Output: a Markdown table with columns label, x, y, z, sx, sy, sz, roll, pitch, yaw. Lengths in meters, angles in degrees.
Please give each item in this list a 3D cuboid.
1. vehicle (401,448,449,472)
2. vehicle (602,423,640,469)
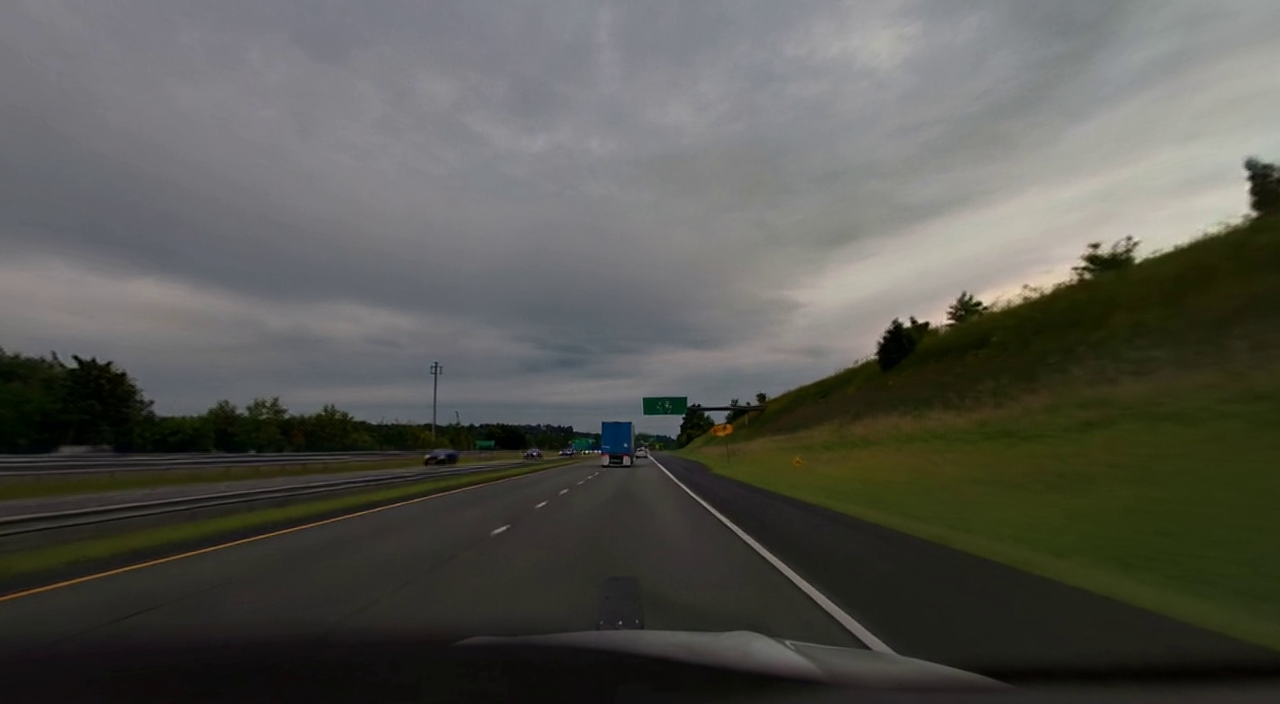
| label | x | y | z | sx | sy | sz | roll | pitch | yaw |
| --- | --- | --- | --- | --- | --- | --- | --- | --- | --- |
| vehicle | -15.682 | 7.892 | 46.341 | 1.997 | 1.664 | 4.385 | 0 | -9 | 0 |
| vehicle | -1.438 | 7.263 | 48.708 | 2.704 | 3.270 | 6.745 | 0 | -9 | -2 |
